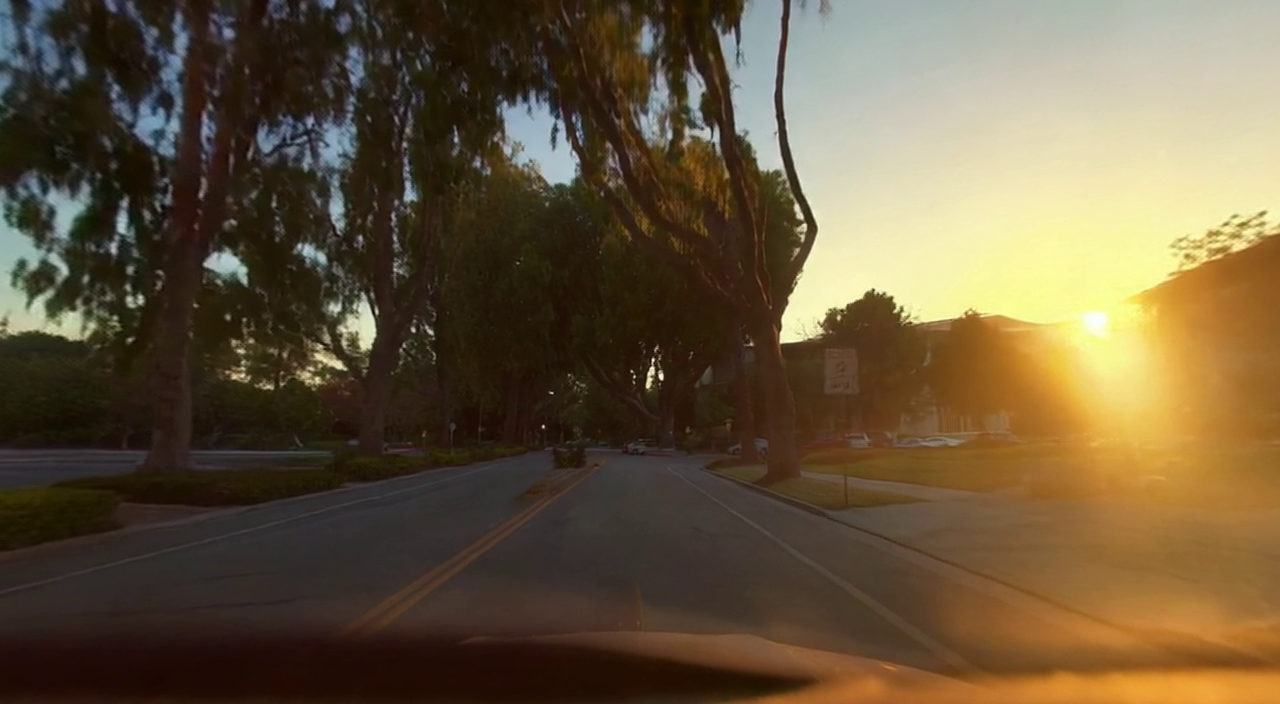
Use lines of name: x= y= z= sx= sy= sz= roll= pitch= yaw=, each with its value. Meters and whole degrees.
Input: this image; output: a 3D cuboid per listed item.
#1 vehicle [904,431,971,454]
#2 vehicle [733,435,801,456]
vehicle: x=20.925 y=6.418 z=44.438 sx=3.830 sy=1.429 sz=1.890 roll=4 pitch=-10 yaw=-10
vehicle: x=9.866 y=7.316 z=49.331 sx=4.870 sy=1.507 sz=2.073 roll=-1 pitch=-8 yaw=0
